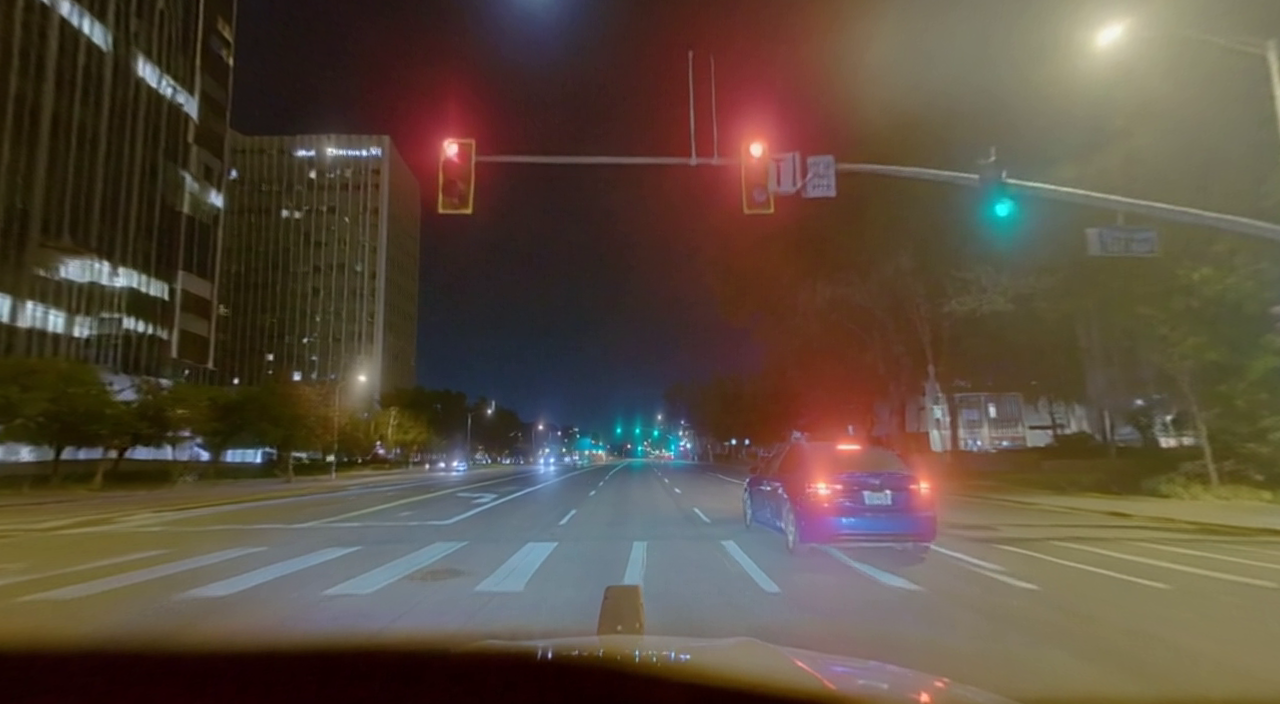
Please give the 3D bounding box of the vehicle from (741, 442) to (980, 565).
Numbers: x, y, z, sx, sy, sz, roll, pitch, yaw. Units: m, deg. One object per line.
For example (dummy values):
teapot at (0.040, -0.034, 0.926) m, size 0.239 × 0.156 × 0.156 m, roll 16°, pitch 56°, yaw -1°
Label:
vehicle at (3.041, 2.180, 9.995) m, size 2.015 × 1.455 × 4.615 m, roll 0°, pitch -9°, yaw -2°
